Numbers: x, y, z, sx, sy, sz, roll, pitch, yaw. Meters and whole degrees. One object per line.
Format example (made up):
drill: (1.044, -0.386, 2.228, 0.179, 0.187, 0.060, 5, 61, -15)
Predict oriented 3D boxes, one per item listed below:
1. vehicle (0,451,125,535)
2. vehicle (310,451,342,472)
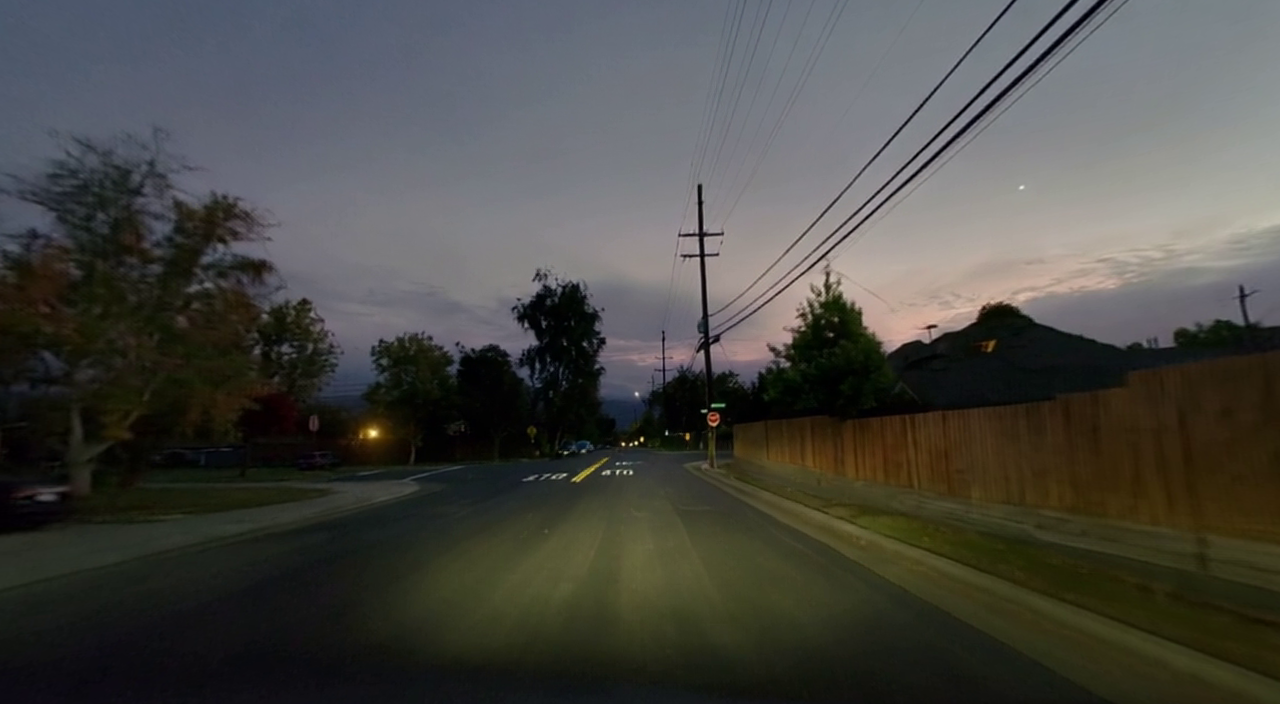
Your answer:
vehicle: (-13.355, 2.718, 12.414, 4.424, 1.487, 2.139, 1, -9, -8)
vehicle: (-24.257, 8.426, 48.850, 1.955, 1.448, 4.542, 3, -8, -24)
